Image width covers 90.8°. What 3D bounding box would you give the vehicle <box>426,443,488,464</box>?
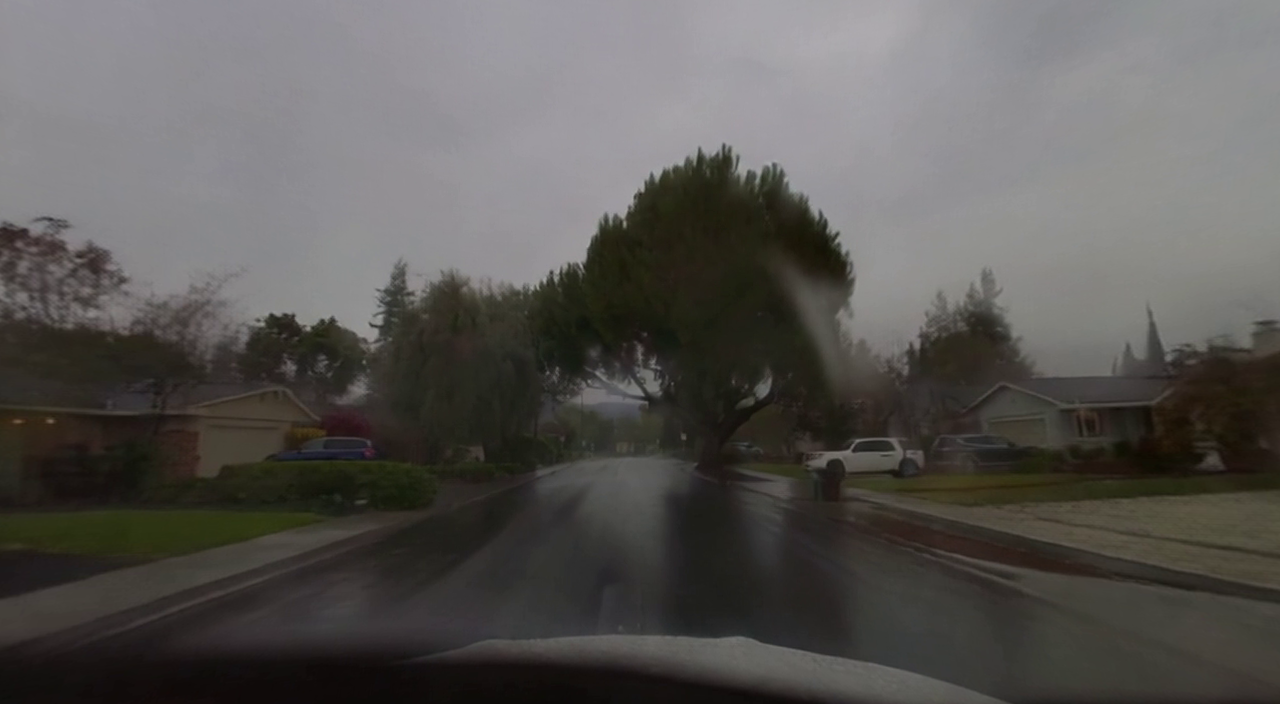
[{"bbox_3d":[-13.886,7.682,48.091,4.190,1.529,1.880,0,-8,-4],"label":"vehicle"}]

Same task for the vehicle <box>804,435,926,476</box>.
[{"bbox_3d":[9.759,4.513,27.705,4.582,1.719,1.947,0,-8,-1],"label":"vehicle"}]

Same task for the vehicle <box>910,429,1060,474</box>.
[{"bbox_3d":[15.223,4.435,28.126,5.395,1.917,2.153,0,-9,-2],"label":"vehicle"}]

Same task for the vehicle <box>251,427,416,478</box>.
[{"bbox_3d":[-12.509,4.128,26.098,5.618,1.997,2.201,0,-9,-1],"label":"vehicle"}]
